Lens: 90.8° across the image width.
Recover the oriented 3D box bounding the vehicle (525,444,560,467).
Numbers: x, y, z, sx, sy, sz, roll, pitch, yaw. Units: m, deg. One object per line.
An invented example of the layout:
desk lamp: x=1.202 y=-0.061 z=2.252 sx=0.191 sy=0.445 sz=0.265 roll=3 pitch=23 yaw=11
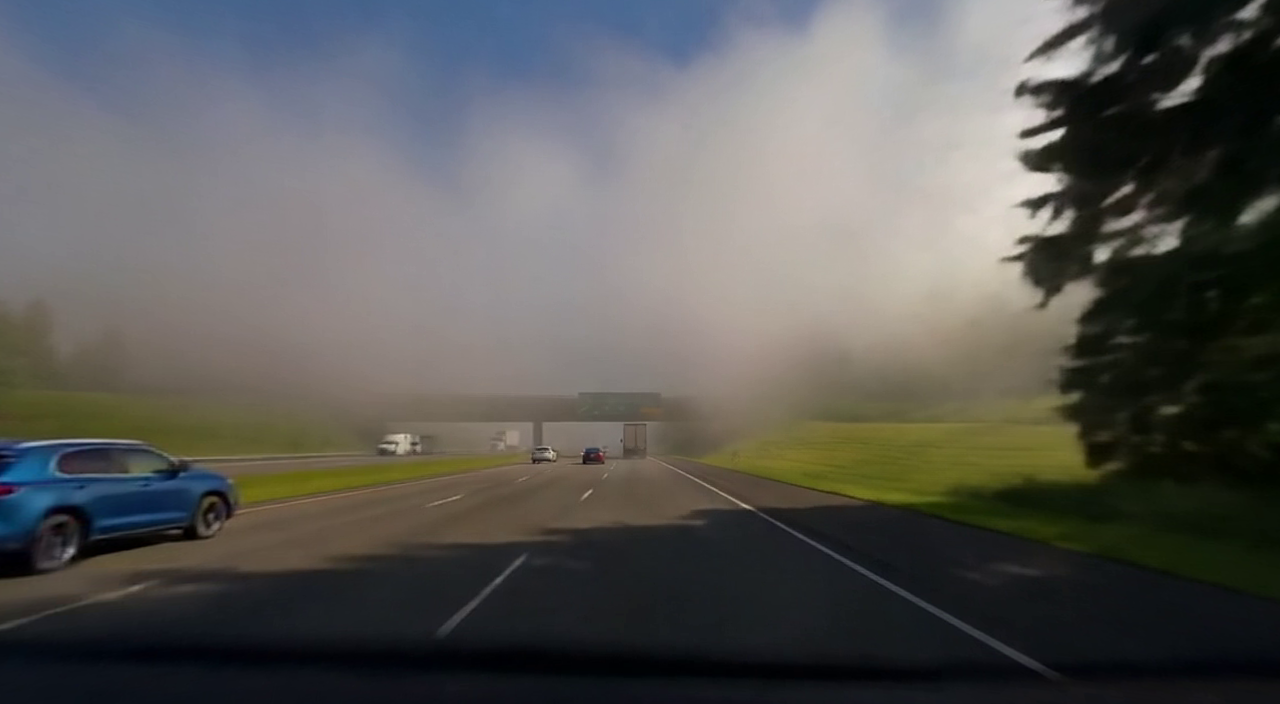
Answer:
vehicle: x=-7.431 y=7.915 z=48.484 sx=2.014 sy=1.633 sz=4.090 roll=0 pitch=-9 yaw=-1

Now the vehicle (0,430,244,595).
vehicle: x=-6.847 y=1.640 z=6.876 sx=2.038 sy=1.489 sz=4.603 roll=0 pitch=-9 yaw=0
